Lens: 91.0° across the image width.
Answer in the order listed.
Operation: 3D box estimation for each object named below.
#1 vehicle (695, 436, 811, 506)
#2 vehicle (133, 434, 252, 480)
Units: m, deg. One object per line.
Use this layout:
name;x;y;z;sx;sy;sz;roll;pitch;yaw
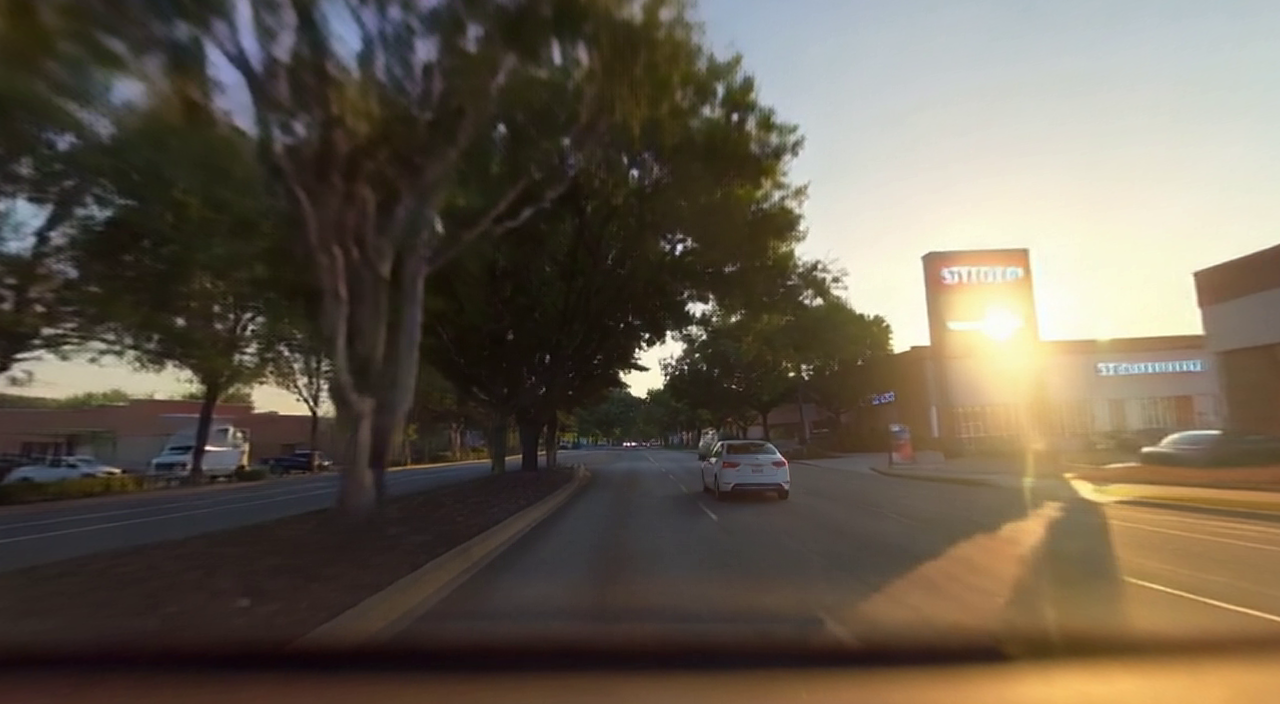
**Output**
vehicle;2.646;2.915;15.877;2.015;1.479;4.444;0;-9;-1
vehicle;-28.229;6.643;40.030;5.802;2.743;2.245;5;-10;-32
